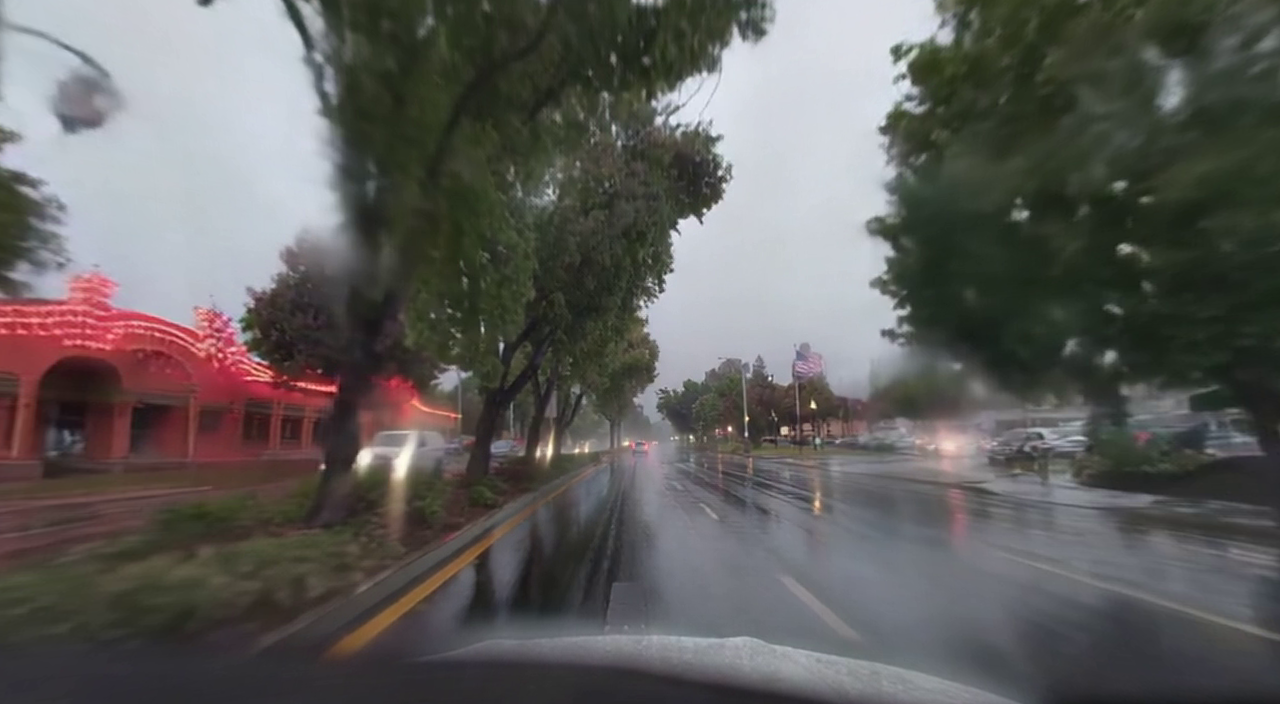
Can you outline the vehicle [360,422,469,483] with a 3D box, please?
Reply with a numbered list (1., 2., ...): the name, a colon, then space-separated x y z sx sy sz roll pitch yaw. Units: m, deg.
1. vehicle: -8.213 3.726 23.569 2.171 1.975 5.168 0 -8 0
